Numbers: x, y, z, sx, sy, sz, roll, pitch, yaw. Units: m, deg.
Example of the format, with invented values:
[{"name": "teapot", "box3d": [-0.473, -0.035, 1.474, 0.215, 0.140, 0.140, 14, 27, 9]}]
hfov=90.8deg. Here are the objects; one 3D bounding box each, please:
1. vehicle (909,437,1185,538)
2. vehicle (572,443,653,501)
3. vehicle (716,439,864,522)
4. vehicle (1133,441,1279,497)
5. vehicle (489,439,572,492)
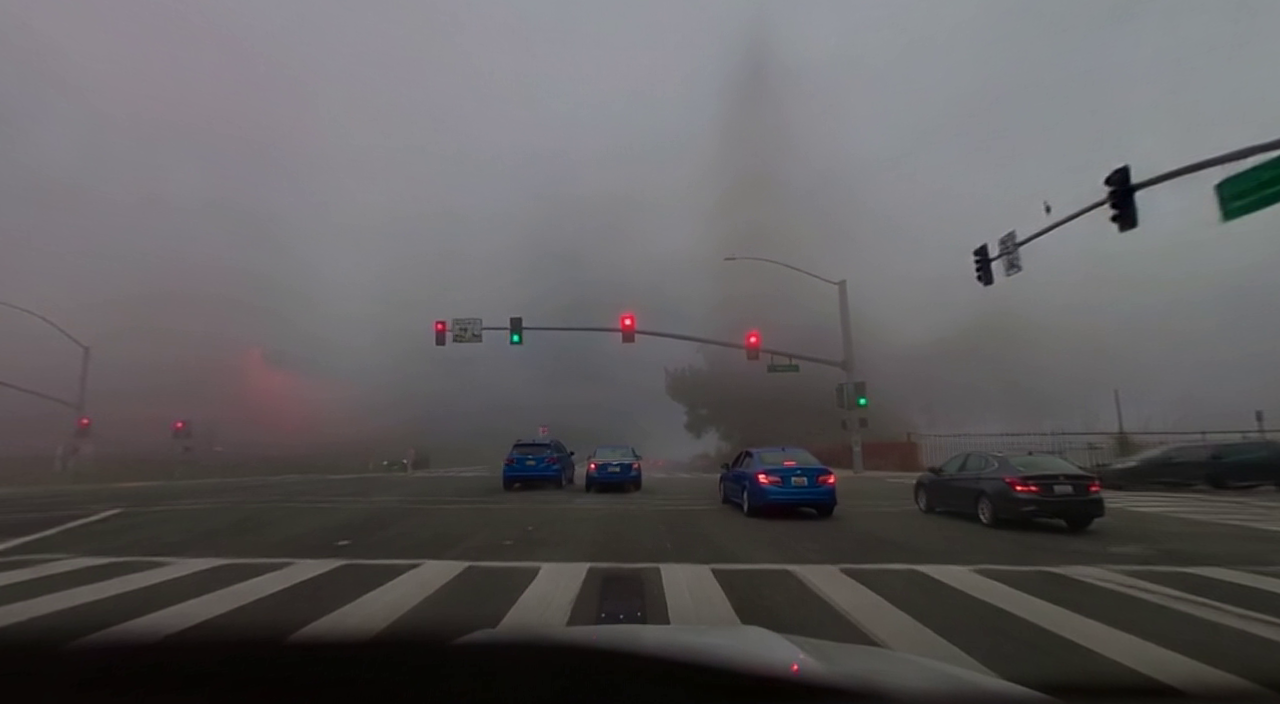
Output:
[{"name": "vehicle", "box3d": [6.907, 2.312, 11.489, 2.004, 1.455, 4.417, 0, -8, -1]}, {"name": "vehicle", "box3d": [-0.737, 3.400, 18.388, 2.065, 1.464, 4.216, 0, -8, -1]}, {"name": "vehicle", "box3d": [3.038, 2.699, 13.888, 2.053, 1.490, 4.464, 0, -8, -1]}, {"name": "vehicle", "box3d": [17.126, 3.212, 17.609, 4.828, 1.456, 2.037, -1, -9, 8]}, {"name": "vehicle", "box3d": [-3.610, 3.828, 21.714, 2.073, 1.606, 4.364, 0, -8, 0]}]
